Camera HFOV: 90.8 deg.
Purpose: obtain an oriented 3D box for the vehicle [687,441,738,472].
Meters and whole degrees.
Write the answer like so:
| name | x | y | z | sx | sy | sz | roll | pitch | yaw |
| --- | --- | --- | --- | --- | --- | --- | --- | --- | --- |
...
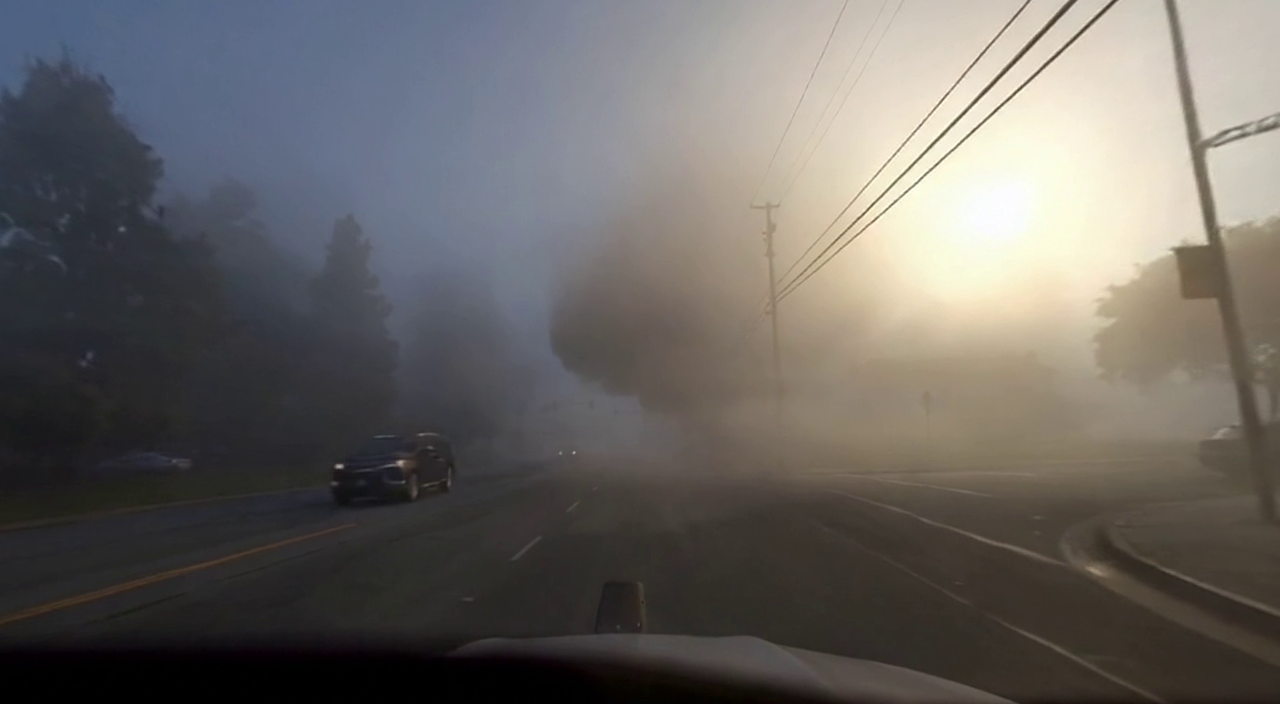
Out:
| name | x | y | z | sx | sy | sz | roll | pitch | yaw |
| --- | --- | --- | --- | --- | --- | --- | --- | --- | --- |
| vehicle | 3.750 | 5.465 | 33.318 | 2.031 | 1.500 | 4.590 | 0 | -8 | -1 |

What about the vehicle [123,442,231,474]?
| name | x | y | z | sx | sy | sz | roll | pitch | yaw |
| --- | --- | --- | --- | --- | --- | --- | --- | --- | --- |
| vehicle | -28.589 | 6.550 | 39.133 | 4.750 | 1.845 | 2.382 | 0 | -8 | -1 |

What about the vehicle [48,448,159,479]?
| name | x | y | z | sx | sy | sz | roll | pitch | yaw |
| --- | --- | --- | --- | --- | --- | --- | --- | --- | --- |
| vehicle | -28.361 | 5.906 | 33.535 | 1.780 | 1.467 | 3.992 | -2 | -10 | 21 |

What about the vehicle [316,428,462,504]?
| name | x | y | z | sx | sy | sz | roll | pitch | yaw |
| --- | --- | --- | --- | --- | --- | --- | --- | --- | --- |
| vehicle | -6.750 | 3.126 | 17.738 | 2.092 | 1.810 | 4.882 | 0 | -8 | 0 |
